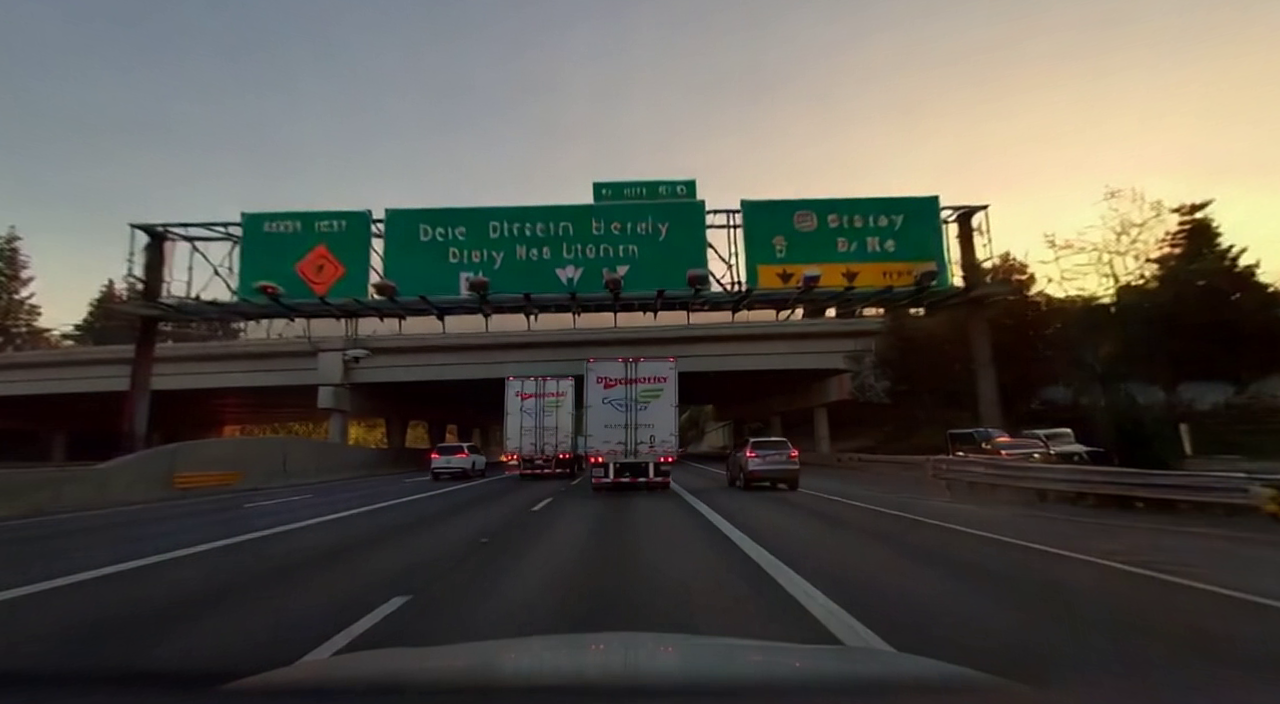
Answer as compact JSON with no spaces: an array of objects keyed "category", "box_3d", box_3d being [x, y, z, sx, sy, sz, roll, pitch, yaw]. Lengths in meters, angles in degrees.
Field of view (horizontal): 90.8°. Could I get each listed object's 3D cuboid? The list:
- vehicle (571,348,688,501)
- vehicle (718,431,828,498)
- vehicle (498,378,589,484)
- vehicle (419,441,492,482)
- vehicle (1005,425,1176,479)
[{"category":"vehicle","box_3d":[-0.332,2.526,20.829,2.910,3.828,9.805,0,-9,-1]},{"category":"vehicle","box_3d":[3.792,3.306,18.978,2.136,1.753,4.644,0,-9,-2]},{"category":"vehicle","box_3d":[-4.234,3.933,30.475,2.888,4.154,10.960,0,-9,-1]},{"category":"vehicle","box_3d":[-8.300,4.965,28.883,2.017,1.694,4.420,0,-9,-1]},{"category":"vehicle","box_3d":[16.665,3.751,23.937,2.128,1.783,5.718,0,-9,-2]}]
